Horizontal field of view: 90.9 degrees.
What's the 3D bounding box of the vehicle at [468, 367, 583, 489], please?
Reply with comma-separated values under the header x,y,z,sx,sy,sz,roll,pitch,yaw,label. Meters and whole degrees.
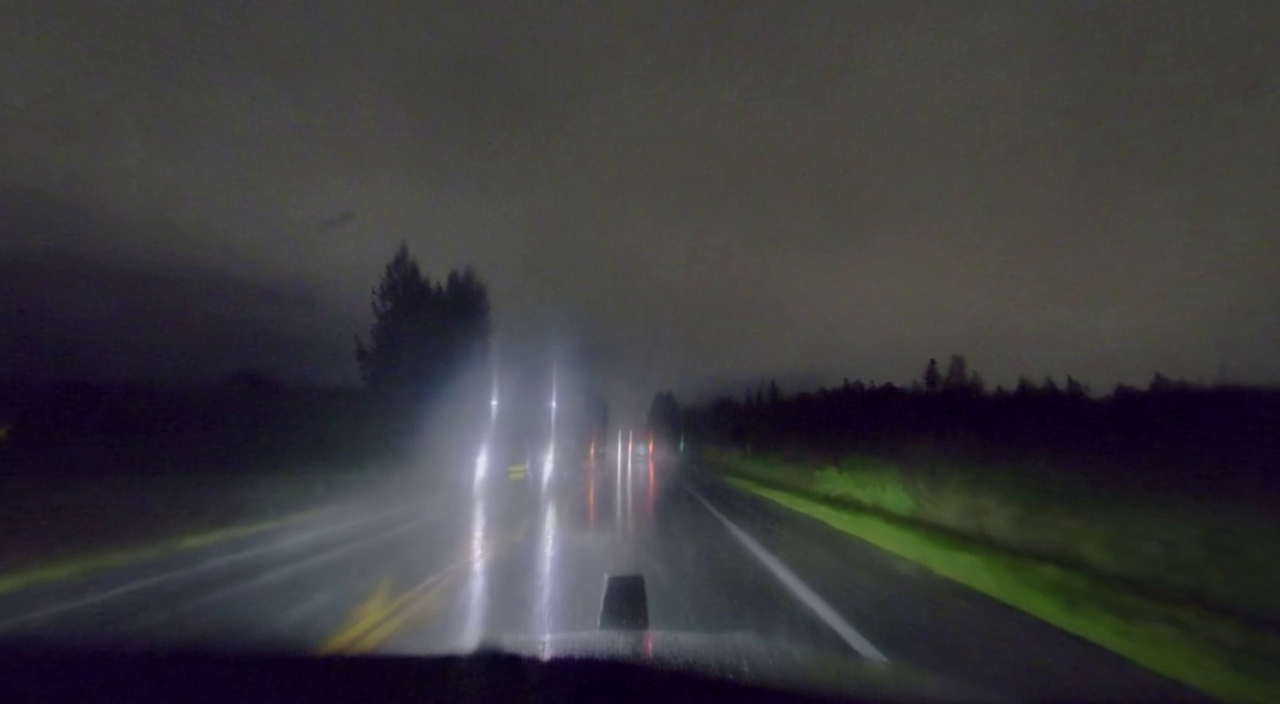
x,y,z,sx,sy,sz,roll,pitch,yaw,label
-3.919,2.895,23.219,3.025,3.821,6.232,-1,-9,0,vehicle
